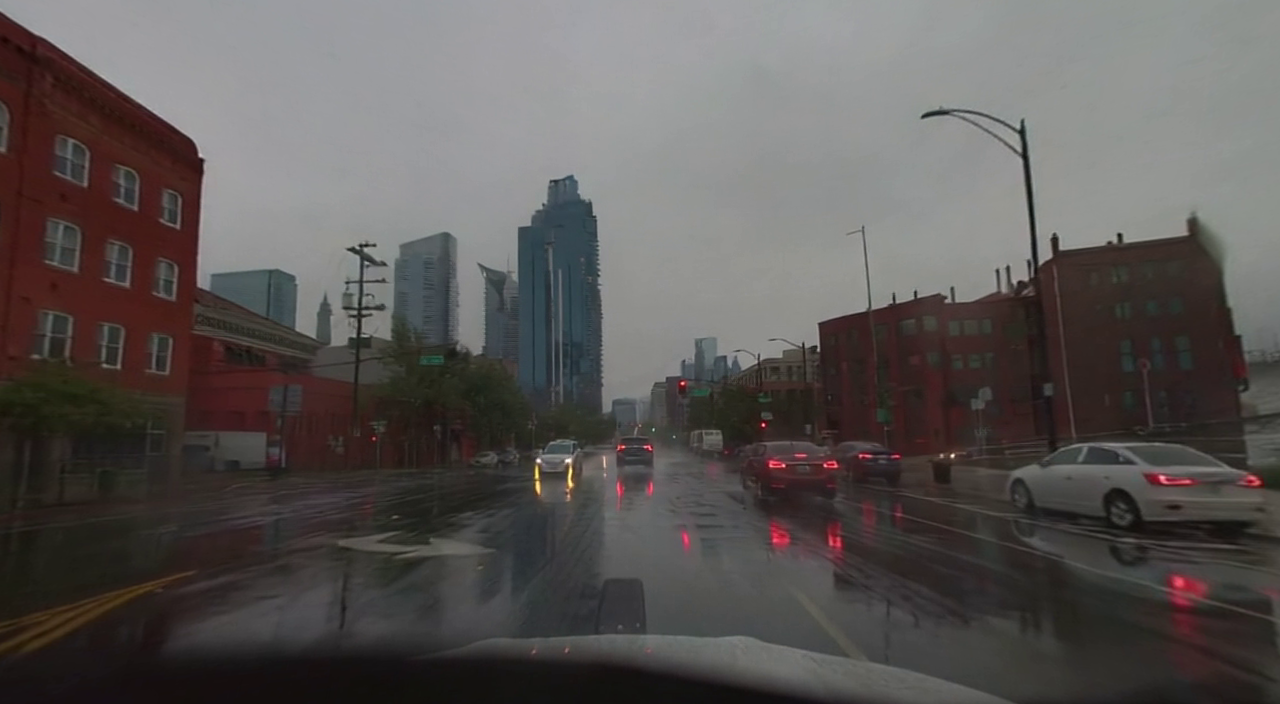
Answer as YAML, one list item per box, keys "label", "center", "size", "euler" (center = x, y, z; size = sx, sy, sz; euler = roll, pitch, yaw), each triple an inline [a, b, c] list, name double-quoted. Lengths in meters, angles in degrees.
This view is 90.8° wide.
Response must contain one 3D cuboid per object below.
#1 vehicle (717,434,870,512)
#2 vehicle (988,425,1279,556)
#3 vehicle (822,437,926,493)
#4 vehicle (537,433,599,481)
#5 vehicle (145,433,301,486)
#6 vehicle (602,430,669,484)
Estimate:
- label: "vehicle"
  center: [3.284, 2.717, 14.777]
  size: [2.238, 1.499, 4.964]
  euler: [0, -9, -1]
- label: "vehicle"
  center: [8.107, 2.083, 10.458]
  size: [1.963, 1.649, 4.562]
  euler: [0, -7, -2]
- label: "vehicle"
  center: [8.105, 3.905, 22.376]
  size: [1.959, 1.719, 4.538]
  euler: [0, -7, 0]
- label: "vehicle"
  center: [-2.876, 4.335, 26.281]
  size: [2.297, 1.812, 4.244]
  euler: [0, -9, -3]
- label: "vehicle"
  center: [-23.373, 6.029, 35.681]
  size: [6.679, 2.794, 2.850]
  euler: [0, -9, 1]
- label: "vehicle"
  center: [-0.175, 4.016, 24.391]
  size: [2.329, 1.842, 4.537]
  euler: [0, -8, 0]
